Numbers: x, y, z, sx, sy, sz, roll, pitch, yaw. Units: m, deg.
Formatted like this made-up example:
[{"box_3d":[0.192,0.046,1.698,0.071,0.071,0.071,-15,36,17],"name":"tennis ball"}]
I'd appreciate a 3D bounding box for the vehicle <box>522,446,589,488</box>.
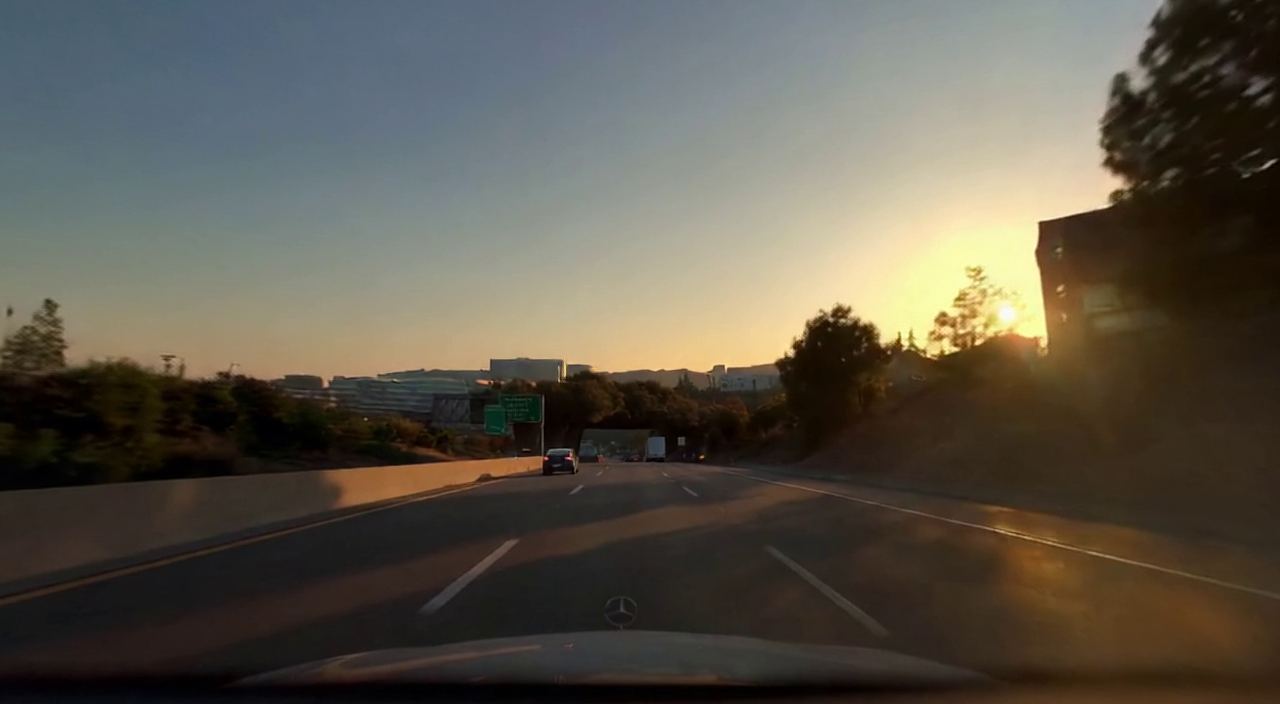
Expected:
[{"box_3d":[-3.277,4.561,25.200,2.100,1.525,4.179,0,-9,0],"name":"vehicle"}]
